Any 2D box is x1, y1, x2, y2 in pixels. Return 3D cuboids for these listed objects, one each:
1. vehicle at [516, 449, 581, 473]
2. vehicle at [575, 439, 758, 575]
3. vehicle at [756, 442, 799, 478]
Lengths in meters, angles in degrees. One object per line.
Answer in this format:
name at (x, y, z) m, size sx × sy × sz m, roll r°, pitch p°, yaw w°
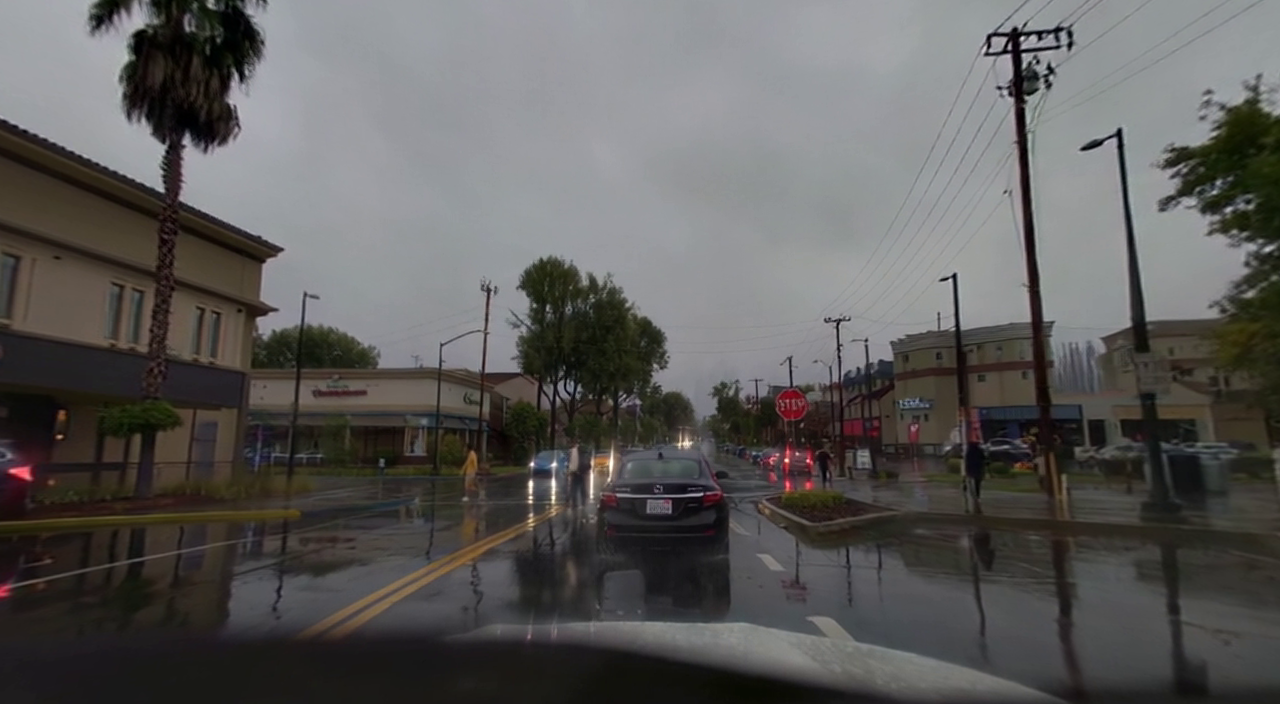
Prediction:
vehicle at (-6.915, 8.231, 47.949) m, size 4.529 × 1.682 × 1.895 m, roll 6°, pitch -11°, yaw -36°
vehicle at (0.444, 2.030, 9.081) m, size 2.031 × 1.479 × 3.969 m, roll -1°, pitch -9°, yaw 5°
vehicle at (9.418, 7.373, 43.270) m, size 2.467 × 2.369 × 1.577 m, roll 5°, pitch -10°, yaw -36°
